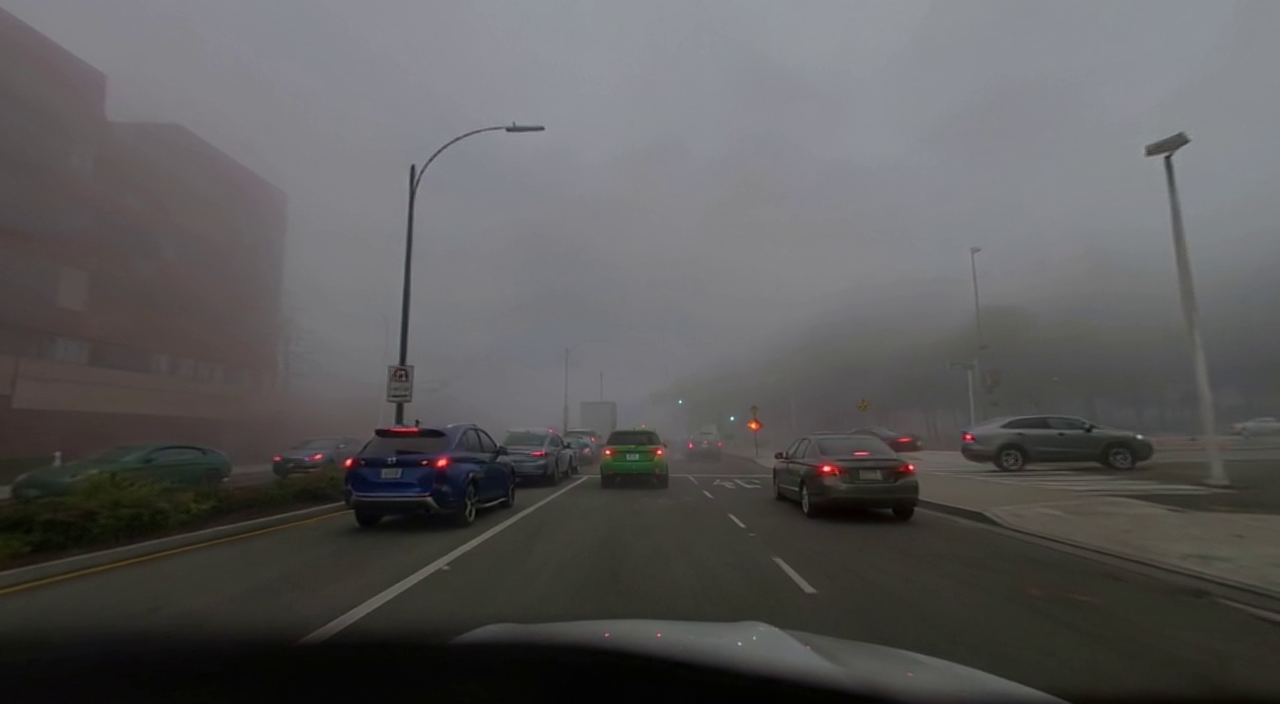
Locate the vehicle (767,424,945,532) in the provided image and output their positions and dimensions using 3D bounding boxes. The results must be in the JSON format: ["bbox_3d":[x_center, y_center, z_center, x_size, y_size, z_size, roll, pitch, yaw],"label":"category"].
[{"bbox_3d":[3.541,2.115,11.117,1.847,1.554,3.885,0,-8,2],"label":"vehicle"}]

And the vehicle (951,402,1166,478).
[{"bbox_3d":[12.484,2.678,18.995,4.991,1.978,2.090,-8,-11,42],"label":"vehicle"}]

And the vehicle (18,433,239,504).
[{"bbox_3d":[-12.380,2.815,15.671,1.843,1.509,4.301,0,-8,1],"label":"vehicle"}]

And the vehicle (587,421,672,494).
[{"bbox_3d":[-0.209,2.810,17.011,2.022,1.700,4.084,0,-8,1],"label":"vehicle"}]

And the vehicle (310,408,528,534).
[{"bbox_3d":[-3.407,1.944,10.792,2.047,1.710,4.314,0,-8,2],"label":"vehicle"}]

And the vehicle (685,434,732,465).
[{"bbox_3d":[3.388,4.940,31.918,1.948,1.475,4.093,0,-8,0],"label":"vehicle"}]
